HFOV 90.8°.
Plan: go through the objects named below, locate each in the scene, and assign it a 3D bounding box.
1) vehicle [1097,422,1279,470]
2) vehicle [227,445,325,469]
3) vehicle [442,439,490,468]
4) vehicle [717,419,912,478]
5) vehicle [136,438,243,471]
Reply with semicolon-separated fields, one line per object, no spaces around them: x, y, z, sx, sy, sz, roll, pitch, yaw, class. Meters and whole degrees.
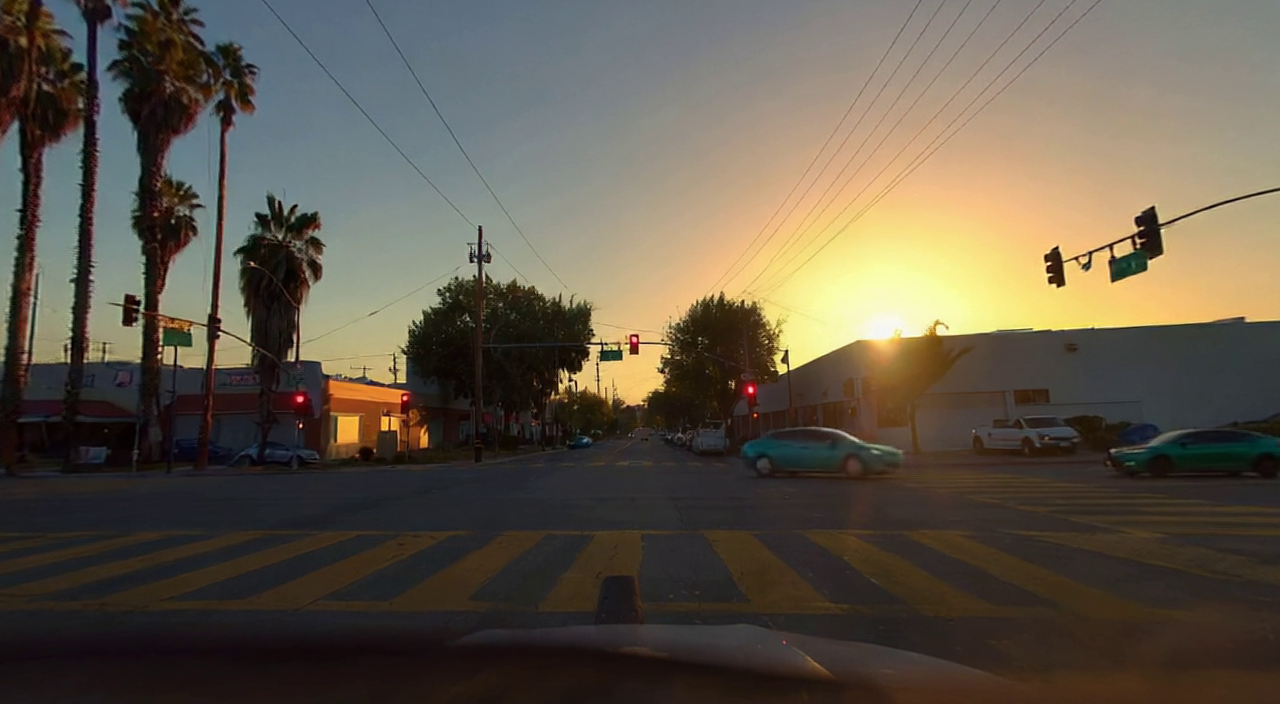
18.247;3.077;20.642;4.918;1.479;1.897;-1;-9;9;vehicle
-22.310;6.429;38.852;4.849;1.444;1.881;0;-8;1;vehicle
-11.968;6.998;43.777;2.016;1.717;4.287;0;-6;1;vehicle
4.974;2.848;18.675;2.223;1.490;5.094;8;-12;-43;vehicle
-25.920;5.926;36.458;4.613;1.820;2.021;-1;-9;3;vehicle
